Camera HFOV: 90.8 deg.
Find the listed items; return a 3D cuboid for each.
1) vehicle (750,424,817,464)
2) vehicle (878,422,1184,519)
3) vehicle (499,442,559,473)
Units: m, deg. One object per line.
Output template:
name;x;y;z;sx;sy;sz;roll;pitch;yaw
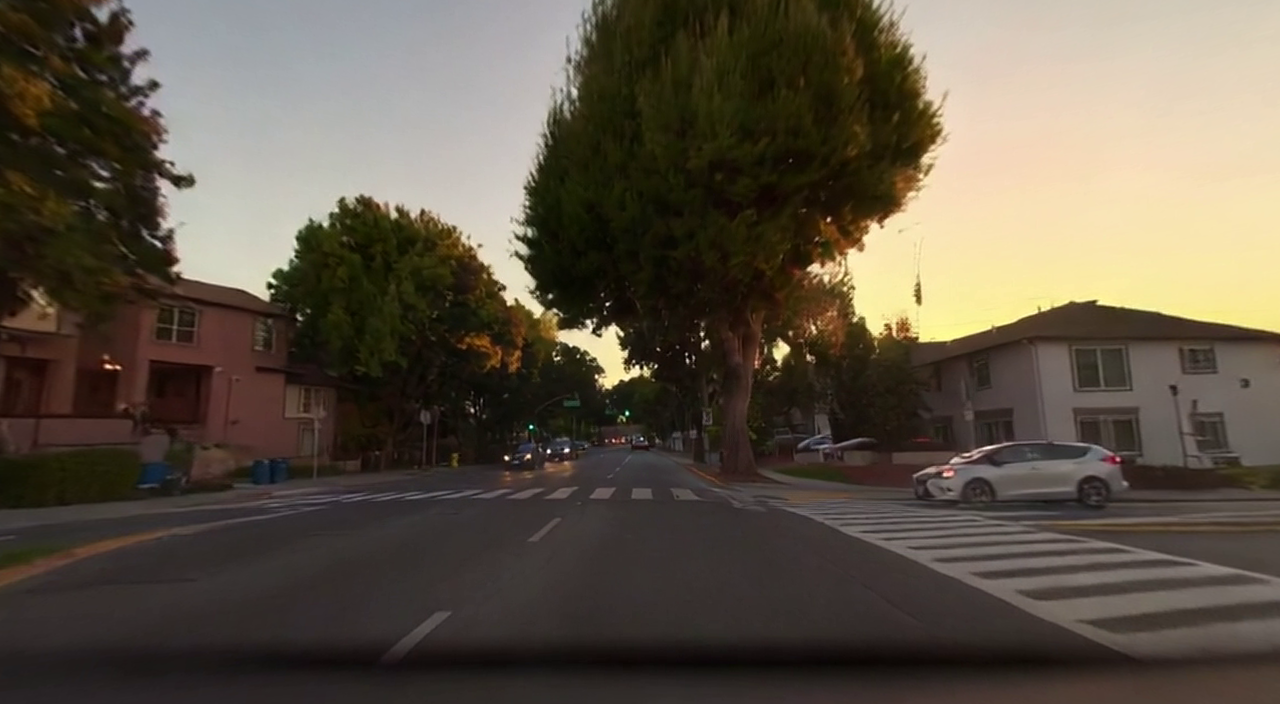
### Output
vehicle;8.495;5.561;38.105;2.649;2.151;6.555;0;-8;1
vehicle;7.784;2.418;13.326;4.906;1.729;2.414;-2;-9;16
vehicle;-5.570;5.338;32.200;2.078;1.467;4.376;0;-8;2
